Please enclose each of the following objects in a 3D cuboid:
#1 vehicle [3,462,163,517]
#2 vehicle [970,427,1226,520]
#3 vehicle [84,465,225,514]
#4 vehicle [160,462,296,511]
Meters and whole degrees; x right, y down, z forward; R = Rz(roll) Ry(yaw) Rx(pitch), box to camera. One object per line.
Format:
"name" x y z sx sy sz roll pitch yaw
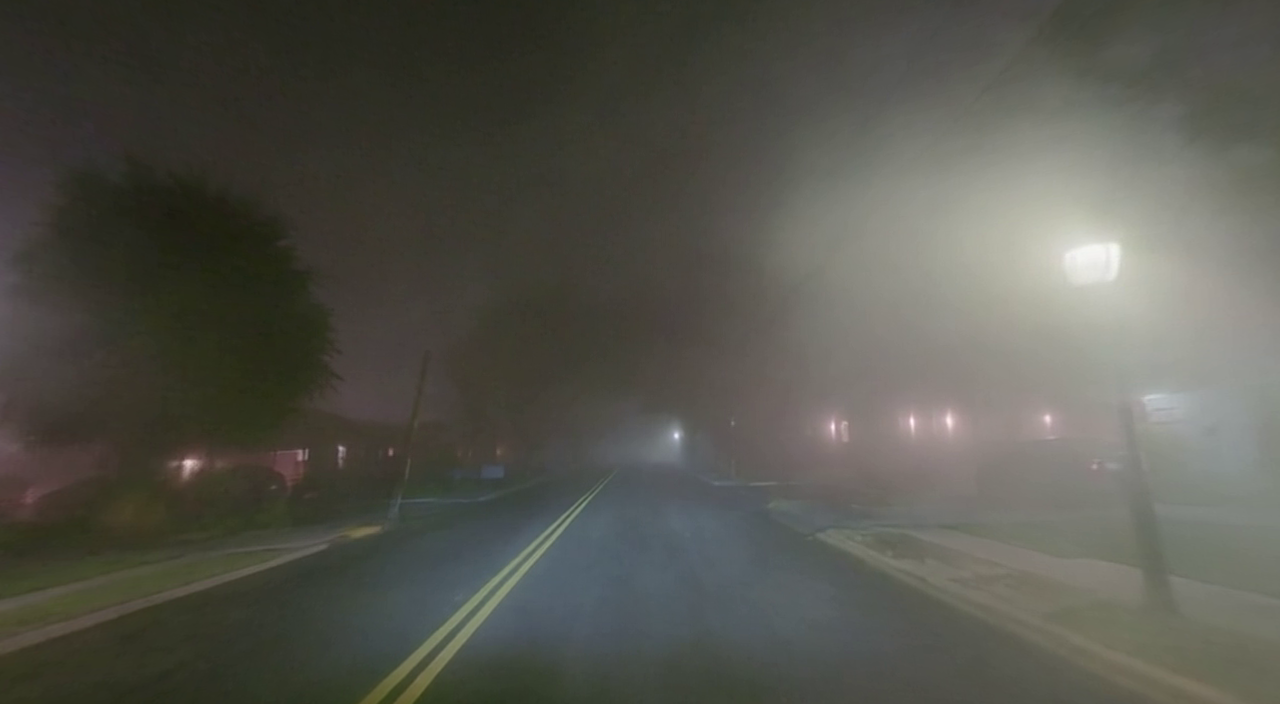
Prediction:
"vehicle" -20.502 5.045 23.529 1.909 1.691 4.499 0 -8 -1
"vehicle" 8.601 2.231 12.413 1.806 1.496 4.164 0 -7 -2
"vehicle" -17.902 5.051 23.550 1.903 1.500 4.214 0 -8 0
"vehicle" -15.054 4.909 23.431 1.830 1.495 4.641 0 -8 1
